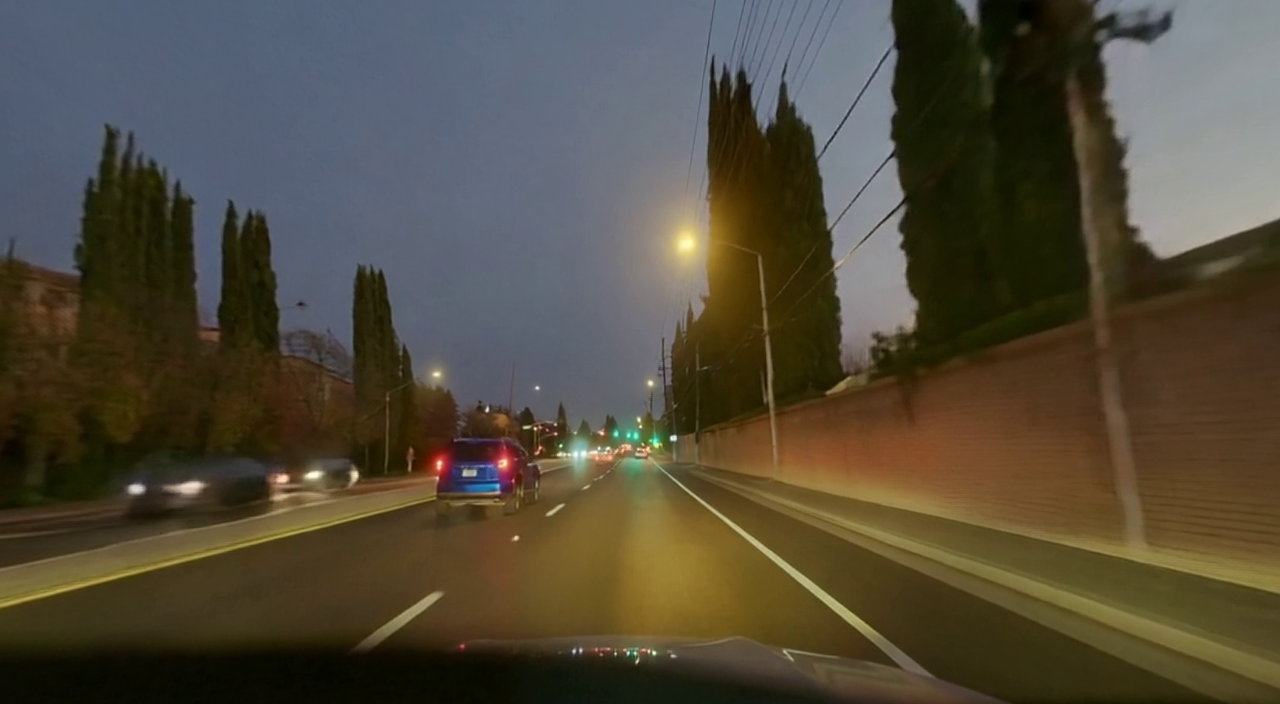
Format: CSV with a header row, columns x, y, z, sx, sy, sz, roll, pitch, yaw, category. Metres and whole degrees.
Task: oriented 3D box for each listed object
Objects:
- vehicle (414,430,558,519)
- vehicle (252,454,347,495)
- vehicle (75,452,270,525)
x,y,z,sx,sy,sz,roll,pitch,yaw,category
-3.338,2.753,14.729,2.147,1.730,4.555,0,-8,1,vehicle
-16.582,5.969,31.003,2.029,1.780,4.784,1,-9,-1,vehicle
-12.160,3.512,16.838,1.894,1.634,4.292,0,-9,0,vehicle
